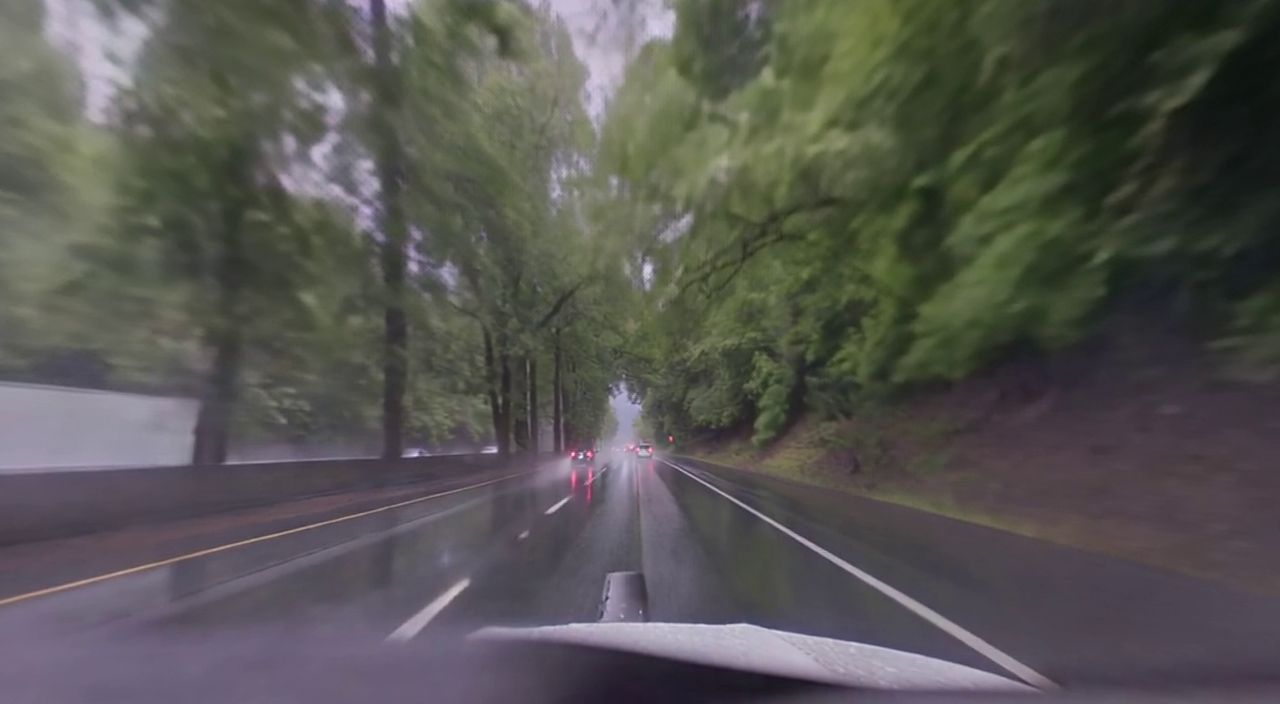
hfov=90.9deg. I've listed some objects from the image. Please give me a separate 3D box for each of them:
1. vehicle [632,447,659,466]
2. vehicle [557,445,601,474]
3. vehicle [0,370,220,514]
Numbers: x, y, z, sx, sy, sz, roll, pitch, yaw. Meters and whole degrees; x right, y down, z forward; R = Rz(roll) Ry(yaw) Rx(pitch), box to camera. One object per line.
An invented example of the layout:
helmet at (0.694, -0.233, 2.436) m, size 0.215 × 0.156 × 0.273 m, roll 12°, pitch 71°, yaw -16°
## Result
vehicle at (0.391, 7.966, 48.109) m, size 1.989 × 1.402 × 3.831 m, roll 0°, pitch -9°, yaw -1°
vehicle at (-3.332, 5.972, 35.314) m, size 2.112 × 1.498 × 4.117 m, roll 0°, pitch -9°, yaw -1°
vehicle at (-19.103, 2.786, 19.298) m, size 2.881 × 3.904 × 14.146 m, roll 0°, pitch -9°, yaw -1°
